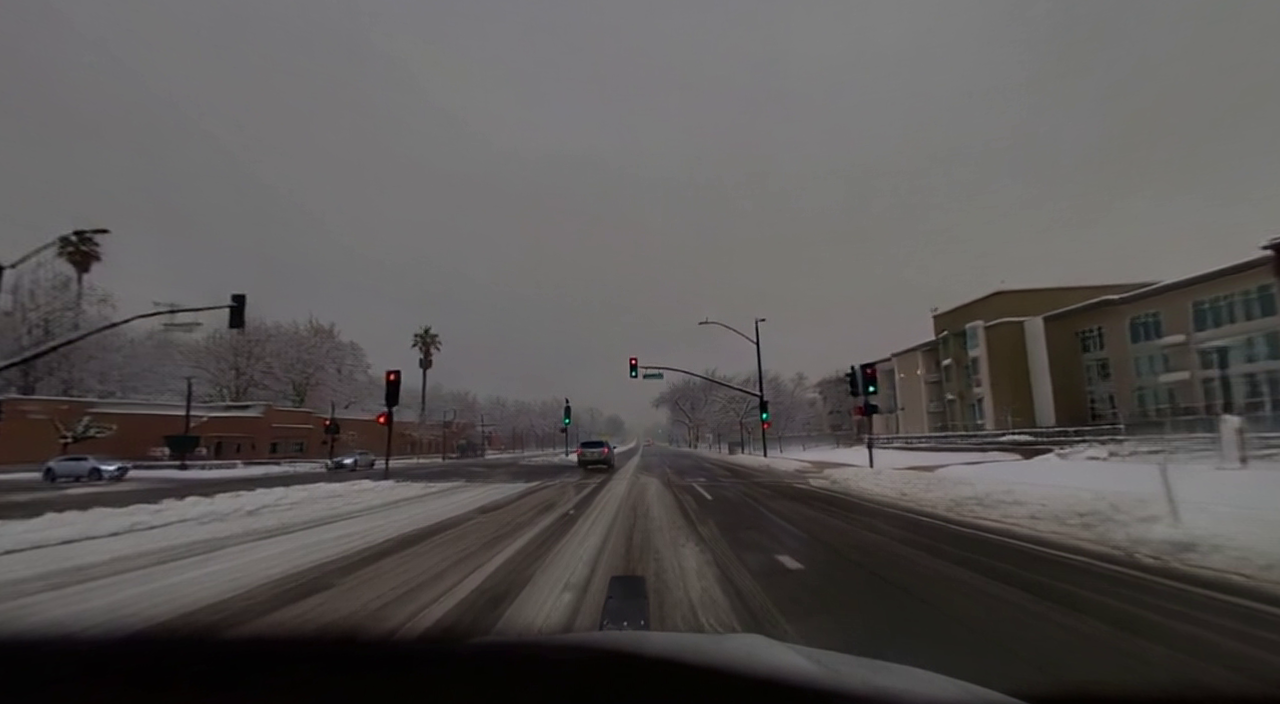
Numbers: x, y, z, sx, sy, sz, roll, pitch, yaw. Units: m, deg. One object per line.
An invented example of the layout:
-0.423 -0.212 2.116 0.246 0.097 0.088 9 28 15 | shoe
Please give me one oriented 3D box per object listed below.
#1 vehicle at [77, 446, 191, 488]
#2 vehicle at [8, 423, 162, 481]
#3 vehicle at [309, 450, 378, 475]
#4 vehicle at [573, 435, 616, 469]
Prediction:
-28.141 6.359 35.146 4.597 1.952 2.040 -3 -7 -1 | vehicle
-36.119 6.503 41.226 7.179 3.622 2.857 0 -8 0 | vehicle
-21.614 8.066 46.144 1.988 1.717 4.403 -4 -9 20 | vehicle
-2.452 5.574 35.326 2.011 1.756 4.478 0 -8 1 | vehicle
